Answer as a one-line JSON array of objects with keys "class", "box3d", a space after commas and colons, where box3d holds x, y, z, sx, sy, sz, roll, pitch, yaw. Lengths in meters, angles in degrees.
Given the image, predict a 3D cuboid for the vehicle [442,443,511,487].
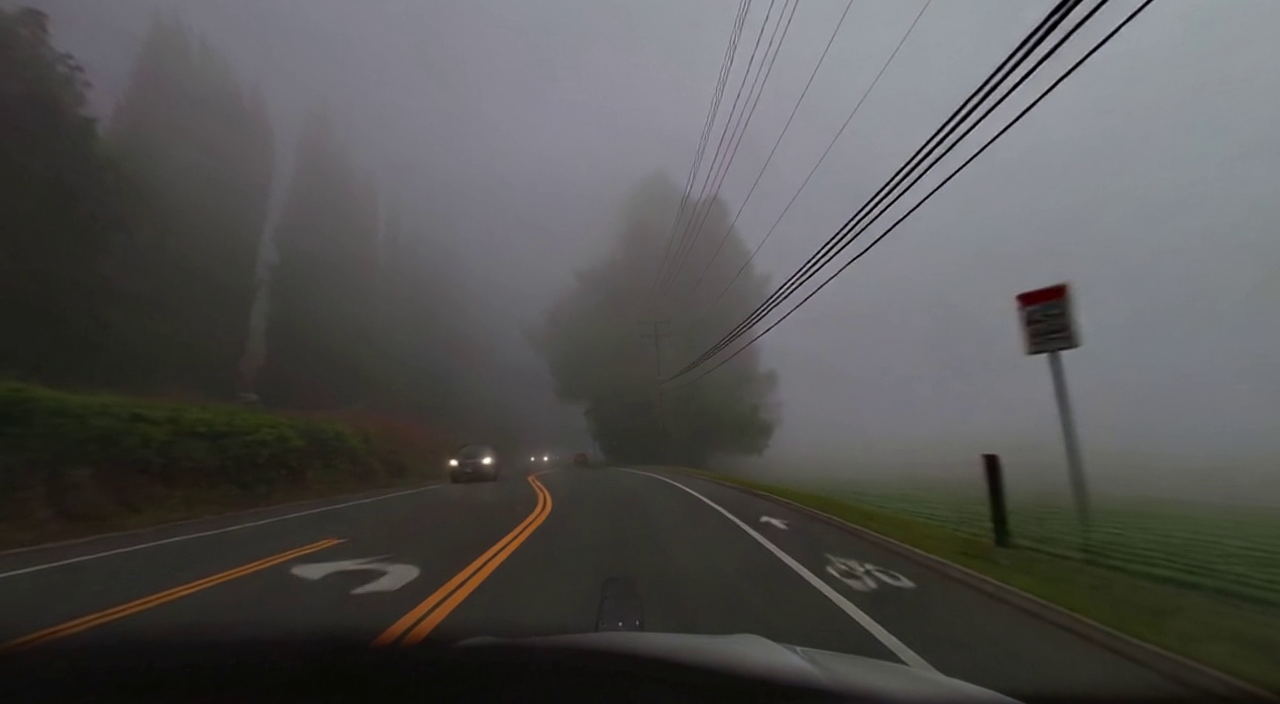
[{"class": "vehicle", "box3d": [-7.560, 5.238, 29.745, 2.220, 1.817, 4.839, 0, -8, -3]}]
